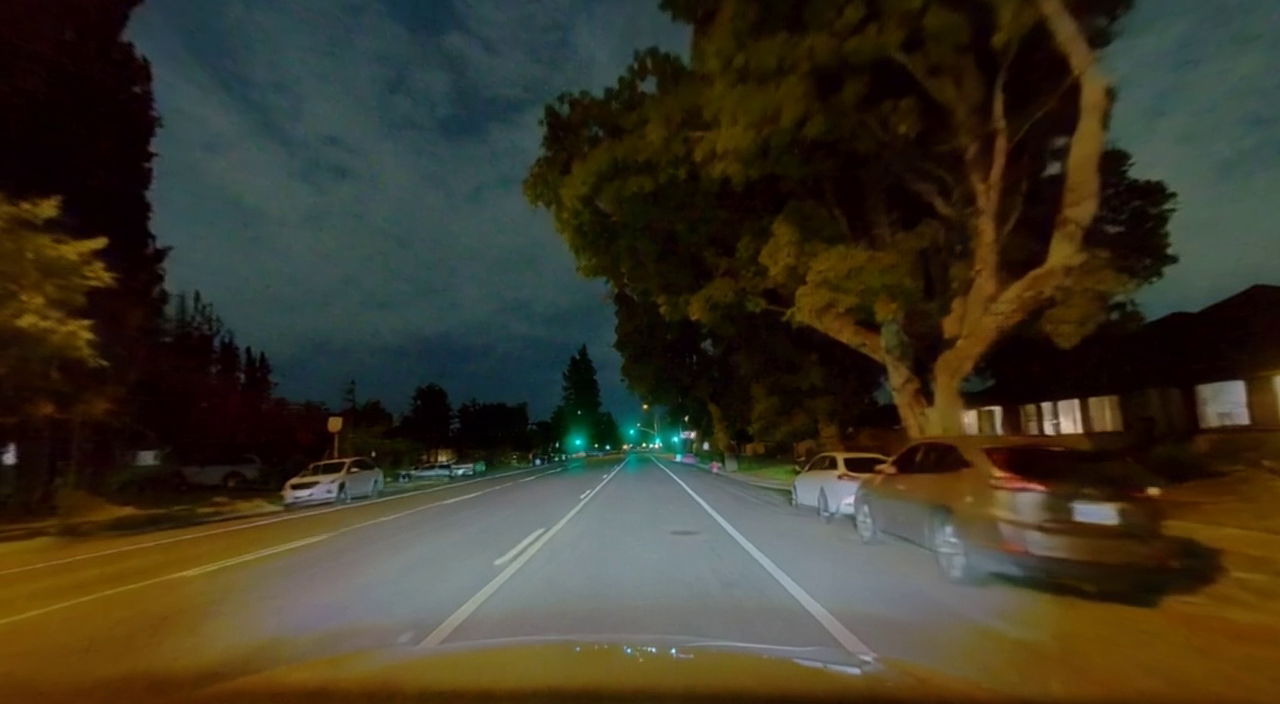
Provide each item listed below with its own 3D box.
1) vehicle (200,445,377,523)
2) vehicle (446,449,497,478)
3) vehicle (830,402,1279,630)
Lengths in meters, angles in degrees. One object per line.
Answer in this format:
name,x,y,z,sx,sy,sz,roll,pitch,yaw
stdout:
vehicle,-10.705,3.979,19.942,2.338,1.871,5.795,-5,-8,-1
vehicle,-10.847,7.227,41.010,2.082,1.661,4.403,-3,-10,0
vehicle,4.177,1.676,7.550,2.254,1.812,4.817,0,-9,-1
